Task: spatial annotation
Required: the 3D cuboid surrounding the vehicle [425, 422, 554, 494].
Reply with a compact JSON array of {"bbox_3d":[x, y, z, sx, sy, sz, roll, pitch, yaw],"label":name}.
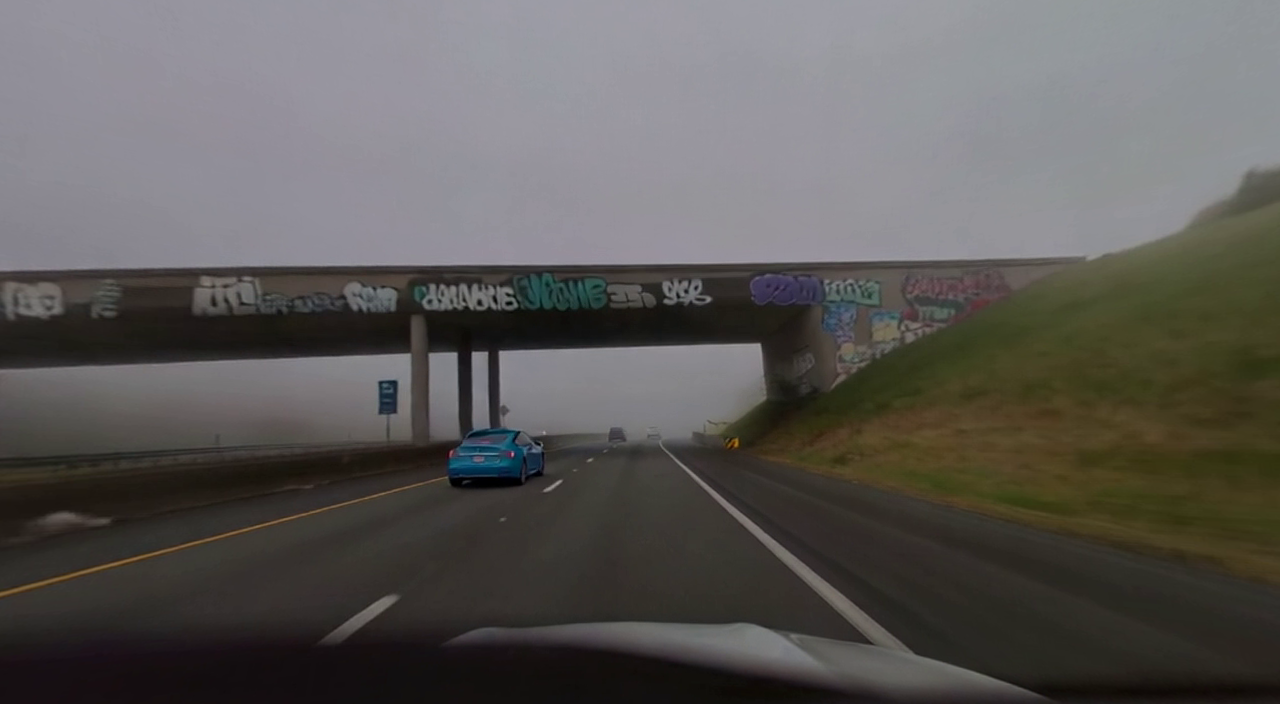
[{"bbox_3d":[-3.614,2.634,16.151,2.108,1.555,4.574,0,-8,1],"label":"vehicle"}]
